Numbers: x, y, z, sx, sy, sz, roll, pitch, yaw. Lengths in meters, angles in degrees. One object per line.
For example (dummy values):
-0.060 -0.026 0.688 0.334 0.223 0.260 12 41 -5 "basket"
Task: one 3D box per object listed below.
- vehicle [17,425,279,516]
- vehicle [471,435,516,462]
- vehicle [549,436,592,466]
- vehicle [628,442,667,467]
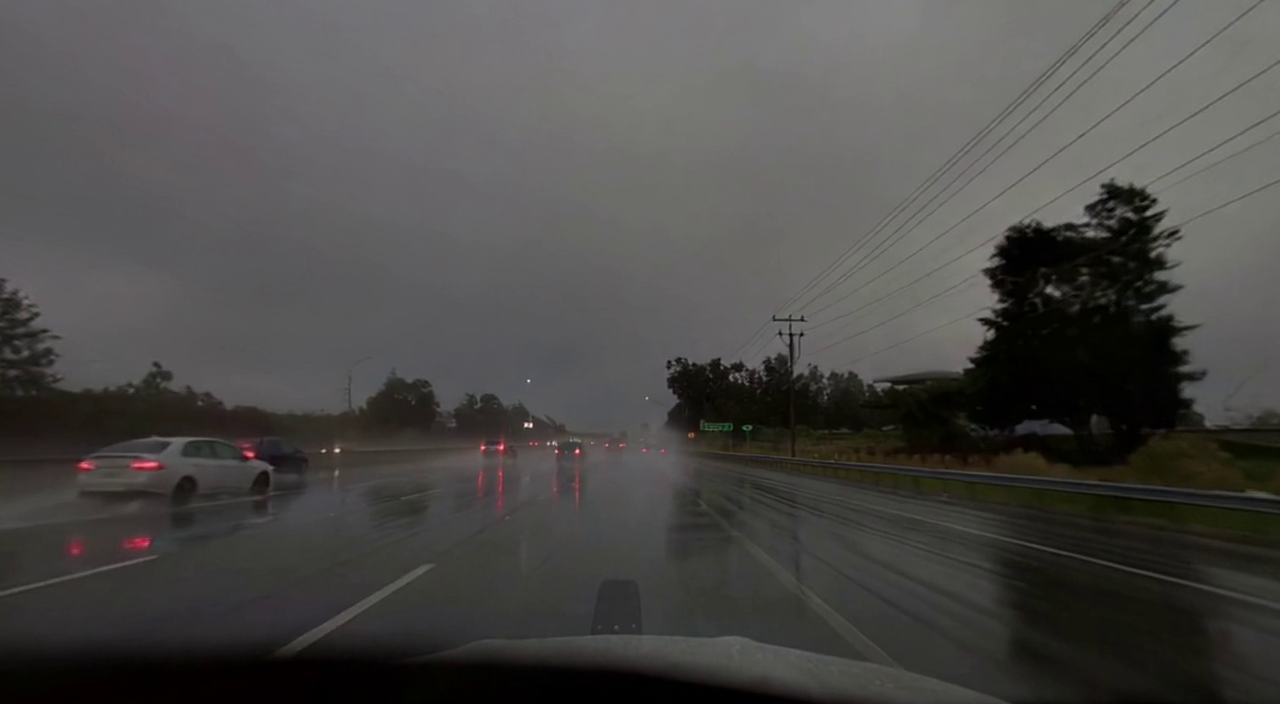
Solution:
-10.199 2.482 13.707 2.098 1.643 4.413 0 -9 0 "vehicle"
-10.656 7.094 46.400 2.115 1.799 5.444 0 -9 -1 "vehicle"
-4.113 5.979 38.149 2.121 1.673 4.443 0 -9 -1 "vehicle"
0.354 5.892 36.453 2.015 1.391 3.897 0 -9 -3 "vehicle"
